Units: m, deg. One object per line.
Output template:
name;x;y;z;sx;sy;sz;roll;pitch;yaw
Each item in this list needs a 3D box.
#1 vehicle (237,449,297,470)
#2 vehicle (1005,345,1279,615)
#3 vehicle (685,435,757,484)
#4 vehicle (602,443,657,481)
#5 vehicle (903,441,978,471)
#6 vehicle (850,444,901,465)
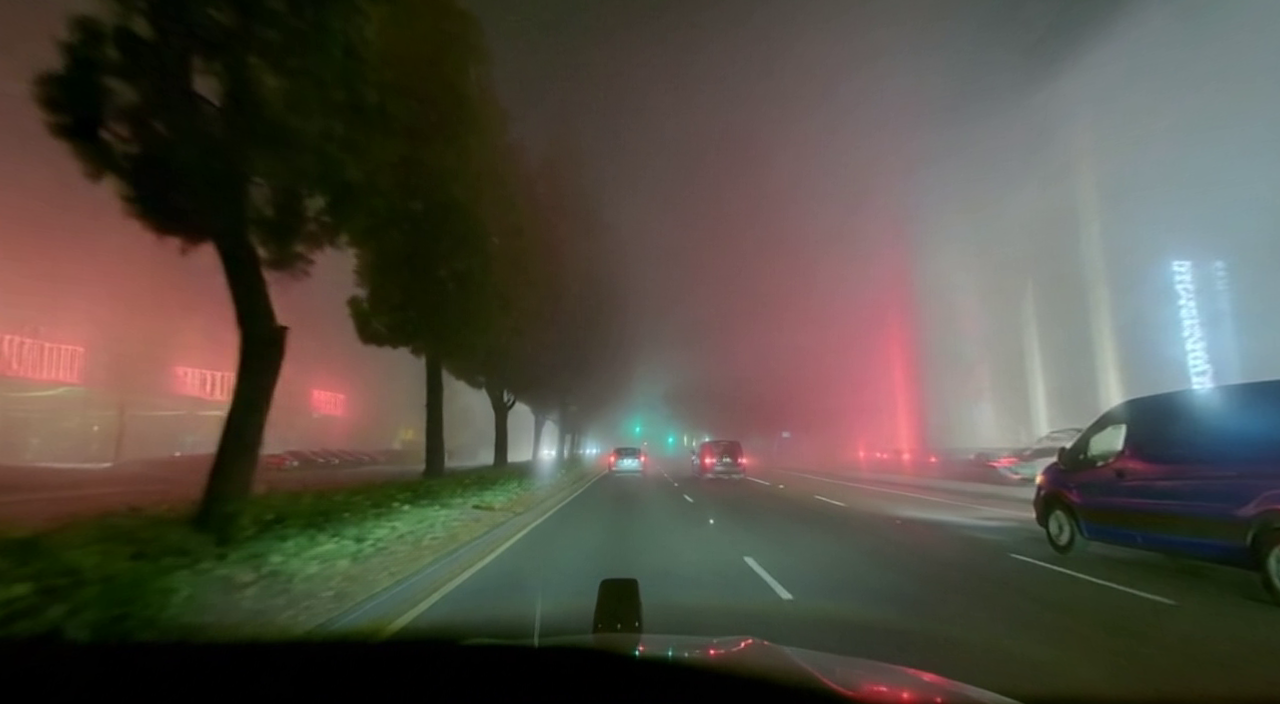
vehicle;-29.133;8.392;49.515;1.877;1.455;4.629;0;-8;0
vehicle;6.377;1.136;5.853;2.573;2.127;5.568;0;-8;-1
vehicle;3.001;4.100;24.354;2.047;1.711;4.265;0;-8;-2
vehicle;-0.453;4.505;26.154;2.095;1.456;3.873;0;-8;-1
vehicle;17.130;5.926;36.287;2.065;1.603;4.264;0;-8;-2
vehicle;18.297;7.981;49.370;2.017;1.466;4.733;0;-8;-3
